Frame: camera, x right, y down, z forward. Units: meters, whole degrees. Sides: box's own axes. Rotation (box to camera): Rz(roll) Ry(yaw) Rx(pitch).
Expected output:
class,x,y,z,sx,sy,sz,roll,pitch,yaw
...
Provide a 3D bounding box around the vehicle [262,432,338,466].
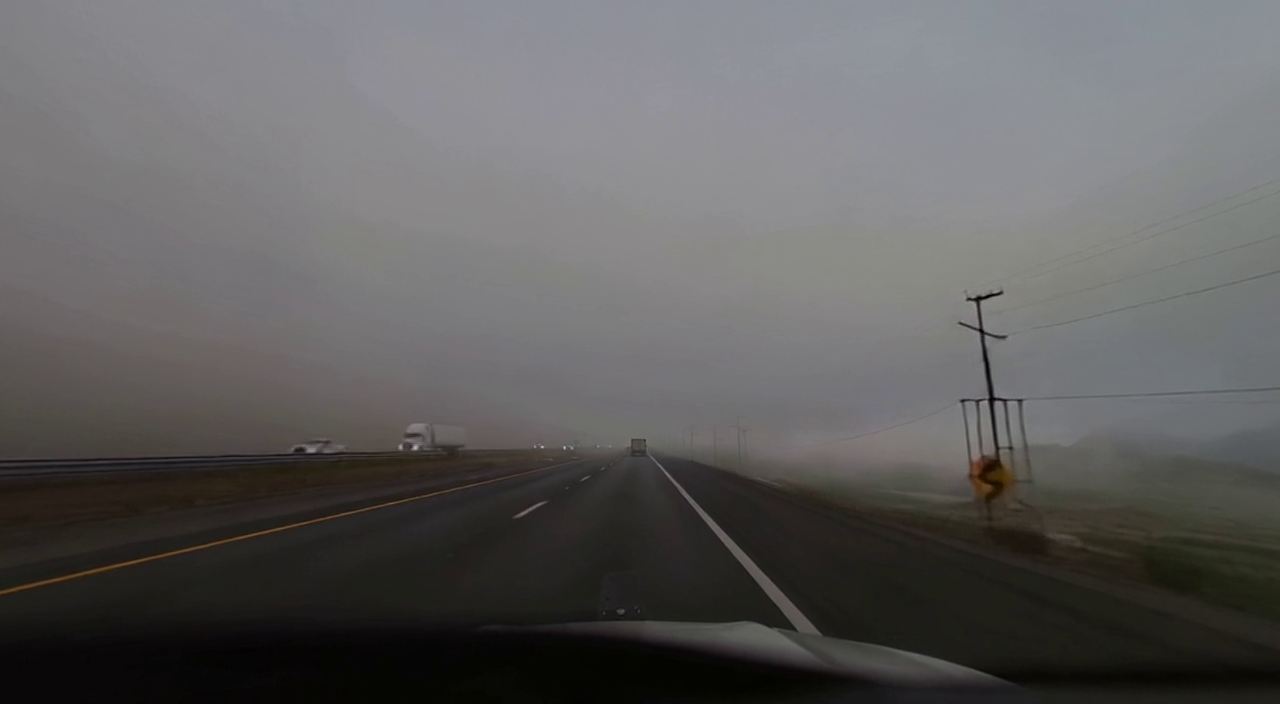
class,x,y,z,sx,sy,sz,roll,pitch,yaw
vehicle,-21.380,6.155,39.881,2.061,1.988,4.636,0,-8,2
